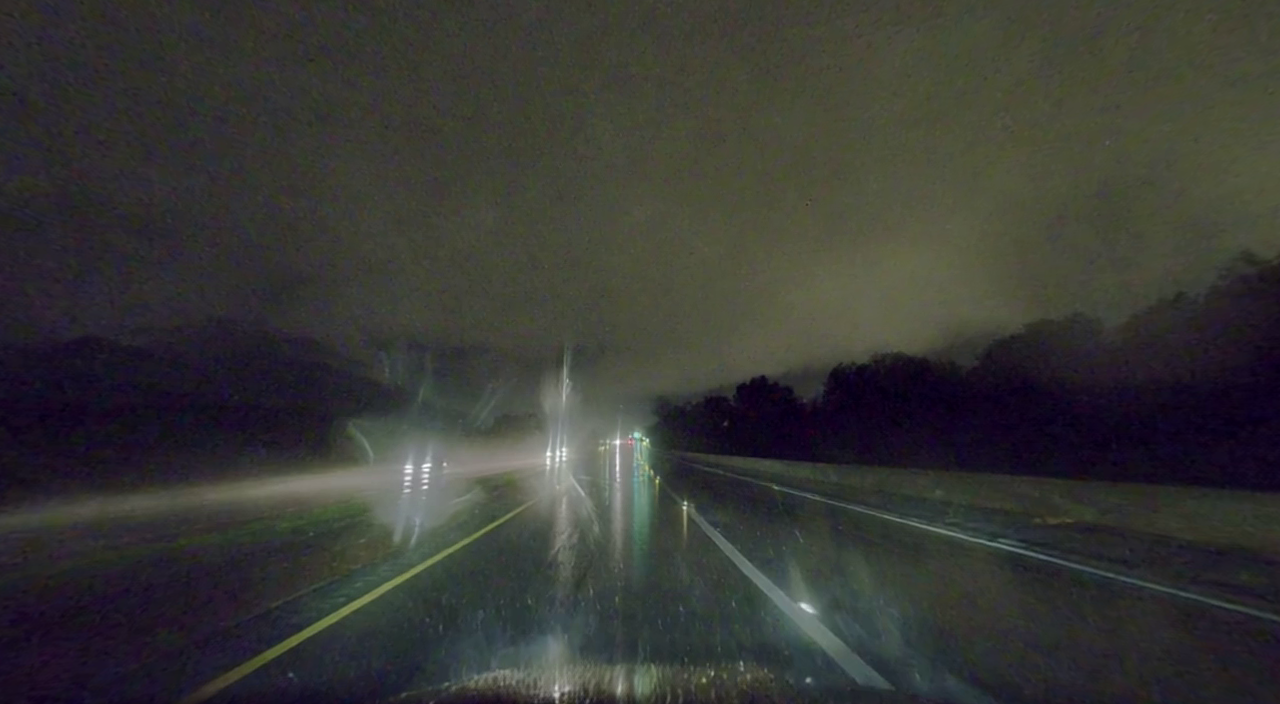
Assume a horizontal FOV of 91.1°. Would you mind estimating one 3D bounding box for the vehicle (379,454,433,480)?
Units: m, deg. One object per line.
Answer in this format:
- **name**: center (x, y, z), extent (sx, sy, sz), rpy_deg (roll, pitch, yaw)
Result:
- **vehicle**: center (-14.655, 7.198, 39.579), extent (1.847, 1.466, 4.029), rpy_deg (0, -9, -1)
